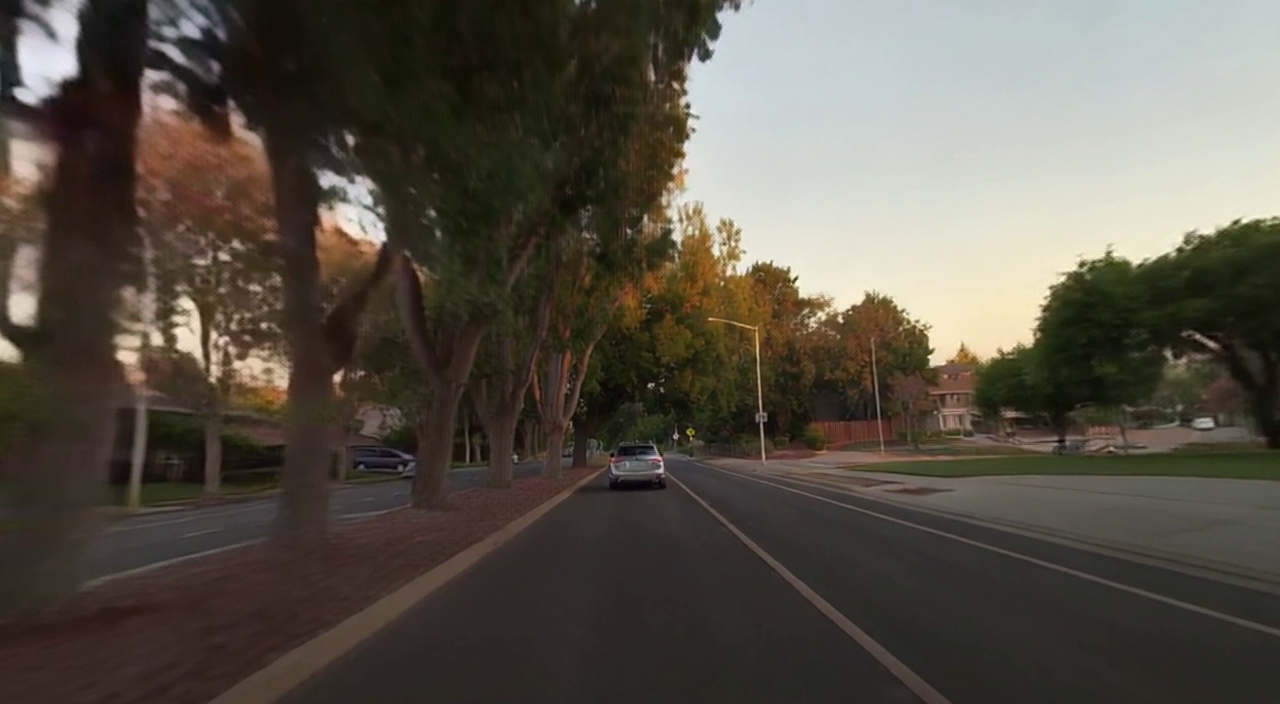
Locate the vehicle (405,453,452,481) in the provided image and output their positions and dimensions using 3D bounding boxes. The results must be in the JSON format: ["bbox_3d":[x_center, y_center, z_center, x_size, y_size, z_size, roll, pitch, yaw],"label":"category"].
[{"bbox_3d":[-13.989,7.581,42.009,1.900,1.596,4.142,-3,-8,-3],"label":"vehicle"}]

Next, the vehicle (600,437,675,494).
[{"bbox_3d":[-0.113,3.625,20.523,2.181,1.639,4.127,0,-9,-1],"label":"vehicle"}]
